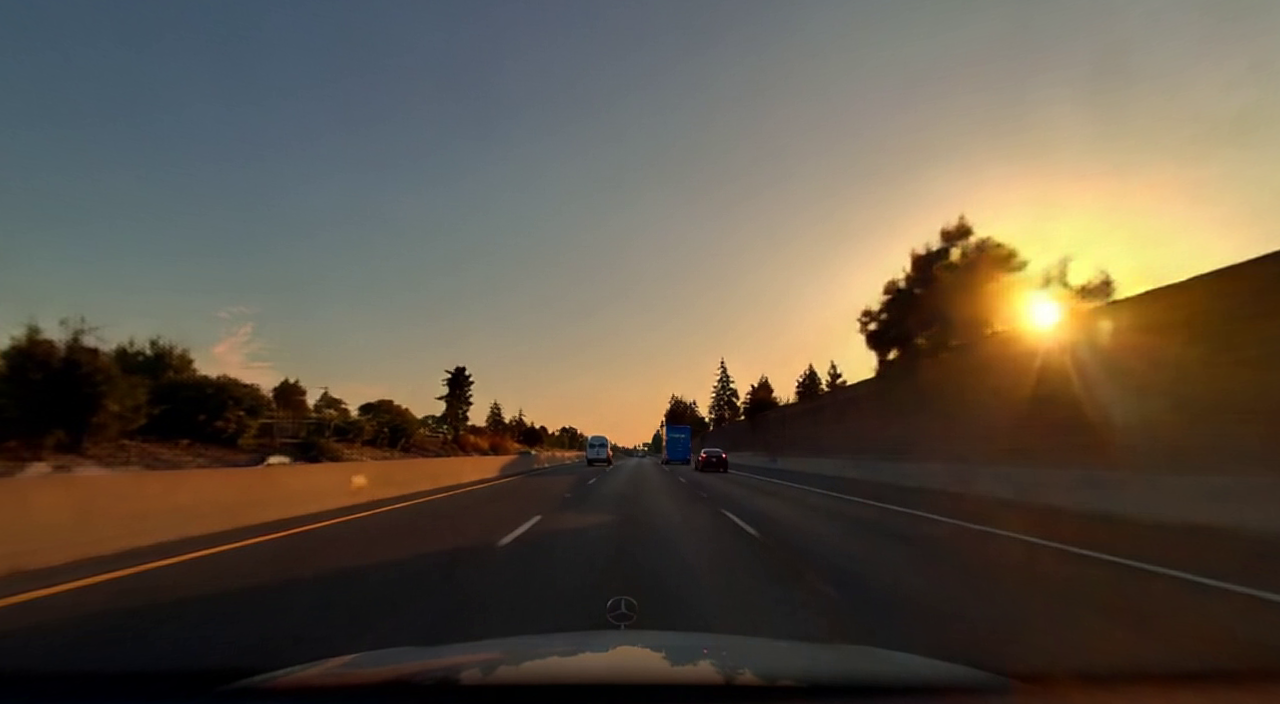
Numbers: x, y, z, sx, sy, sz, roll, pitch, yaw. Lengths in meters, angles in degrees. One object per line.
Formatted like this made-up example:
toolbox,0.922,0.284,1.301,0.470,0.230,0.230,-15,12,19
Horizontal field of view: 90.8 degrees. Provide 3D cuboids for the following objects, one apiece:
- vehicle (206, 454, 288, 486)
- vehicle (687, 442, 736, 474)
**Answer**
vehicle,-23.286,6.974,37.615,1.971,1.710,4.493,0,-9,1
vehicle,3.829,5.759,34.440,2.066,1.638,4.158,0,-9,-2
